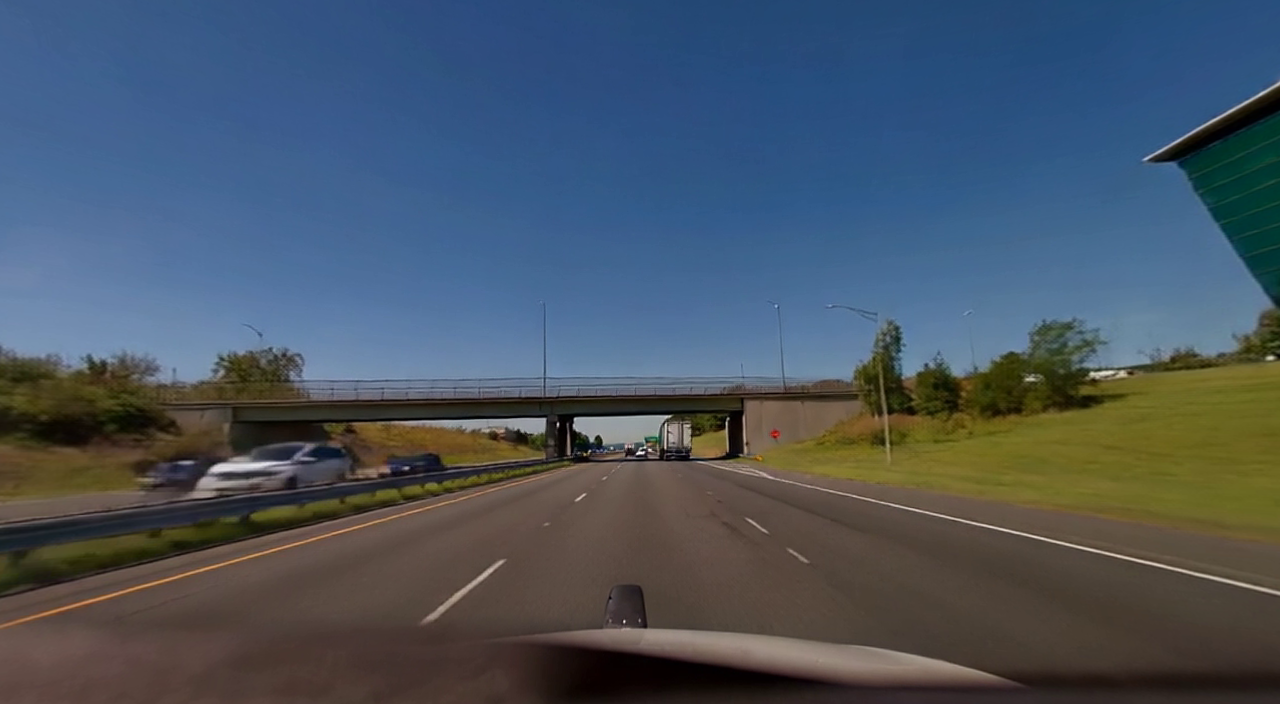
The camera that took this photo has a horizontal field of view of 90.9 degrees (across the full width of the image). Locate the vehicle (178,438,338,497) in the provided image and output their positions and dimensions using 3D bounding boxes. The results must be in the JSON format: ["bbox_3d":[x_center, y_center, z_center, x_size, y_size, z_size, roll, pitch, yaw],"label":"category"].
[{"bbox_3d":[-11.326,3.448,19.171,1.990,1.545,4.519,0,-9,1],"label":"vehicle"}]
